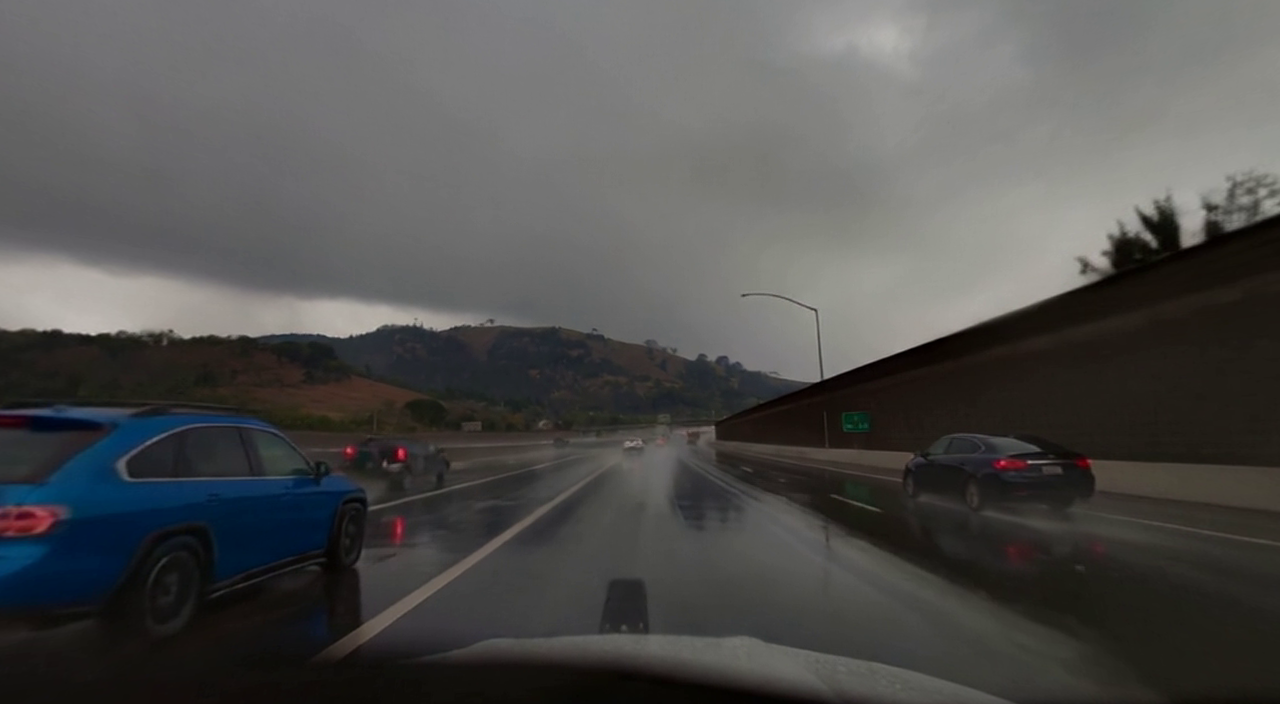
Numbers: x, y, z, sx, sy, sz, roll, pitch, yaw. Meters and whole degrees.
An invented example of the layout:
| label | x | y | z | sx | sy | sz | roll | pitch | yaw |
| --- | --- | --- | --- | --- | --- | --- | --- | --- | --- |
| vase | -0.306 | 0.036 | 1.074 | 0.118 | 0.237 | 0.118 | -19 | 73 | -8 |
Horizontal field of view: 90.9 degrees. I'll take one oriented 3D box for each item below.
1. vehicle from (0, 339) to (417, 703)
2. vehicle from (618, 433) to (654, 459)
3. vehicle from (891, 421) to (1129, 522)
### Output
| label | x | y | z | sx | sy | sz | roll | pitch | yaw |
| --- | --- | --- | --- | --- | --- | --- | --- | --- | --- |
| vehicle | -3.973 | 1.167 | 5.282 | 2.210 | 1.730 | 5.133 | -1 | -8 | 1 |
| vehicle | -0.232 | 7.197 | 48.393 | 2.172 | 1.824 | 5.031 | -1 | -8 | 6 |
| vehicle | 7.037 | 2.312 | 12.739 | 2.122 | 1.646 | 4.491 | 0 | -8 | 1 |
